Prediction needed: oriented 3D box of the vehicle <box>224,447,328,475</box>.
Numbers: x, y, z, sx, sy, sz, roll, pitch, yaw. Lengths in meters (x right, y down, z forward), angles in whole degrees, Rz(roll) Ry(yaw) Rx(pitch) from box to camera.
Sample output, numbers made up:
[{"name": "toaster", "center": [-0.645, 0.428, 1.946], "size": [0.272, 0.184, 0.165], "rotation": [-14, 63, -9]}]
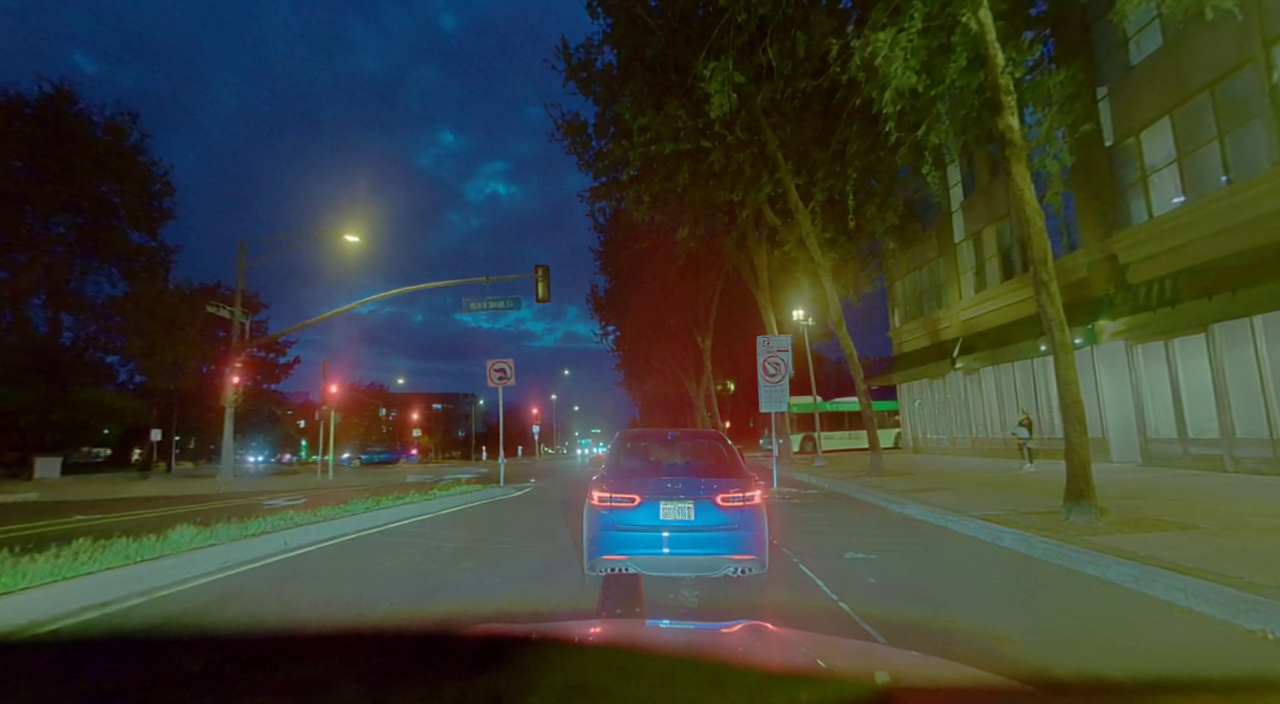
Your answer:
[{"name": "vehicle", "center": [-20.913, 6.249, 36.513], "size": [1.883, 1.461, 4.830], "rotation": [-5, -10, 28]}]

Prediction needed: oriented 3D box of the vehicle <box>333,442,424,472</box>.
[{"name": "vehicle", "center": [-15.401, 6.153, 37.373], "size": [1.892, 1.645, 4.561], "rotation": [-8, -12, 44]}]

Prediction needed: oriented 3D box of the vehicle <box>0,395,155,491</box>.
[{"name": "vehicle", "center": [-25.945, 3.644, 25.342], "size": [2.692, 3.685, 10.153], "rotation": [-3, -9, 20]}]

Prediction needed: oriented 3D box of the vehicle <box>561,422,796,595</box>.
[{"name": "vehicle", "center": [0.366, 1.630, 7.393], "size": [2.006, 1.470, 3.799], "rotation": [0, -8, 1]}]

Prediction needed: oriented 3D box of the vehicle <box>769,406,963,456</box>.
[{"name": "vehicle", "center": [17.325, 6.169, 49.242], "size": [13.811, 3.706, 2.997], "rotation": [0, -9, 2]}]
